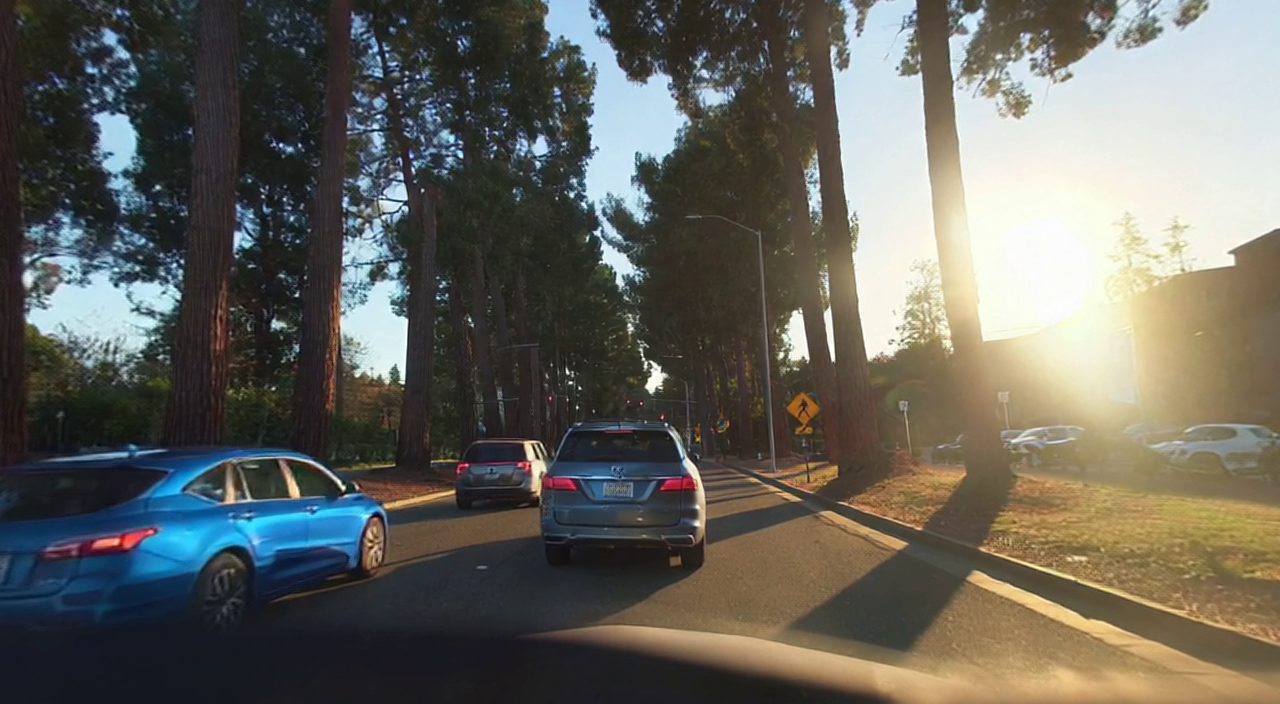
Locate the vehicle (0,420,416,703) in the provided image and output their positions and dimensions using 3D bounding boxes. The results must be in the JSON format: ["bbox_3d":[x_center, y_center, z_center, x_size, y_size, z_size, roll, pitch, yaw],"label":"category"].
[{"bbox_3d":[-3.610,1.359,4.975,1.922,1.464,4.424,0,-8,2],"label":"vehicle"}]

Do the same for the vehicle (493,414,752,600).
[{"bbox_3d":[-0.128,1.628,7.474,2.229,1.591,3.897,0,-8,1],"label":"vehicle"}]

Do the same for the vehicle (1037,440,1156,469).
[{"bbox_3d":[28.419,6.354,39.423,5.955,1.702,2.166,1,-8,-6],"label":"vehicle"}]
